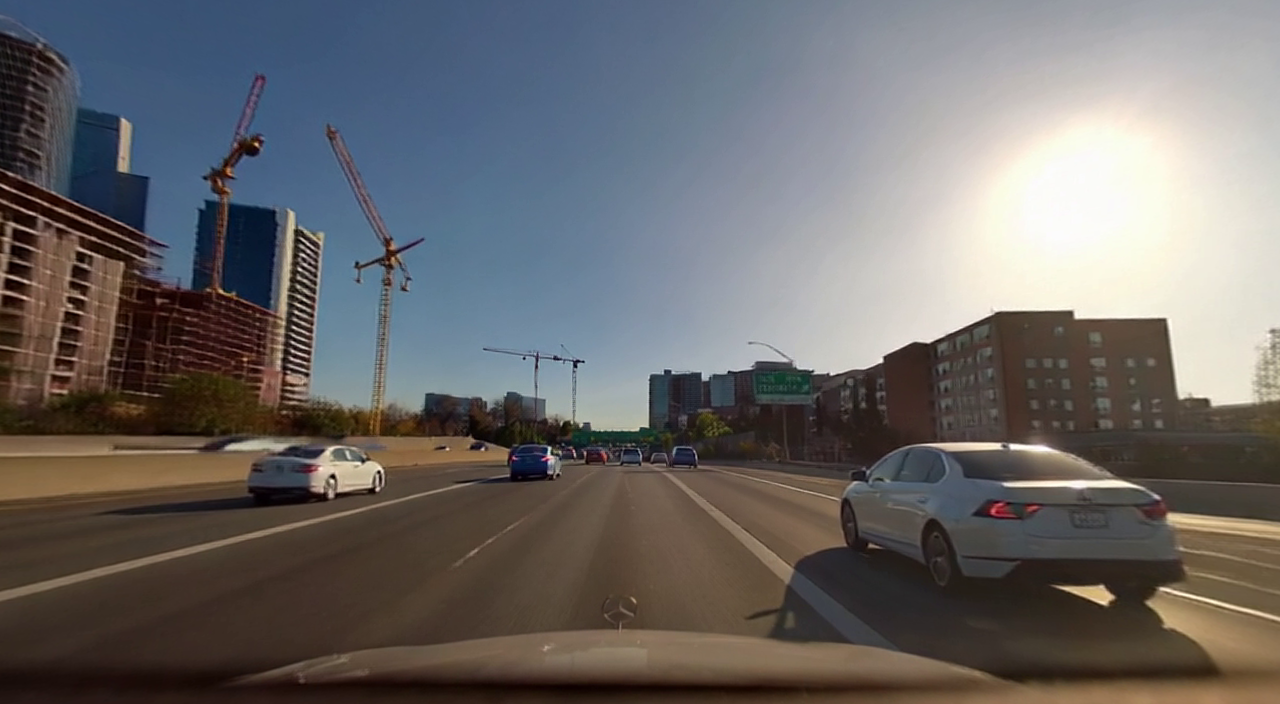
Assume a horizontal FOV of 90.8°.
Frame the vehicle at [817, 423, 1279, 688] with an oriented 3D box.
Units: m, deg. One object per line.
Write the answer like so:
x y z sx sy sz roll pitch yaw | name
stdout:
3.336 1.493 5.905 1.995 1.486 4.463 1 -8 -1 | vehicle

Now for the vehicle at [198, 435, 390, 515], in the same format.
-7.595 2.711 14.461 1.951 1.528 4.209 0 -8 0 | vehicle

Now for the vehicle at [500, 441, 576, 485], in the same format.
-3.834 4.237 24.611 2.136 1.512 4.488 0 -8 1 | vehicle

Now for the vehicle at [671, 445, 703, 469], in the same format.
3.384 7.635 46.107 1.978 1.602 4.092 1 -8 -1 | vehicle

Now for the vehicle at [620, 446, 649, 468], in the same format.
-0.421 7.628 46.164 2.019 1.472 3.971 1 -8 0 | vehicle
